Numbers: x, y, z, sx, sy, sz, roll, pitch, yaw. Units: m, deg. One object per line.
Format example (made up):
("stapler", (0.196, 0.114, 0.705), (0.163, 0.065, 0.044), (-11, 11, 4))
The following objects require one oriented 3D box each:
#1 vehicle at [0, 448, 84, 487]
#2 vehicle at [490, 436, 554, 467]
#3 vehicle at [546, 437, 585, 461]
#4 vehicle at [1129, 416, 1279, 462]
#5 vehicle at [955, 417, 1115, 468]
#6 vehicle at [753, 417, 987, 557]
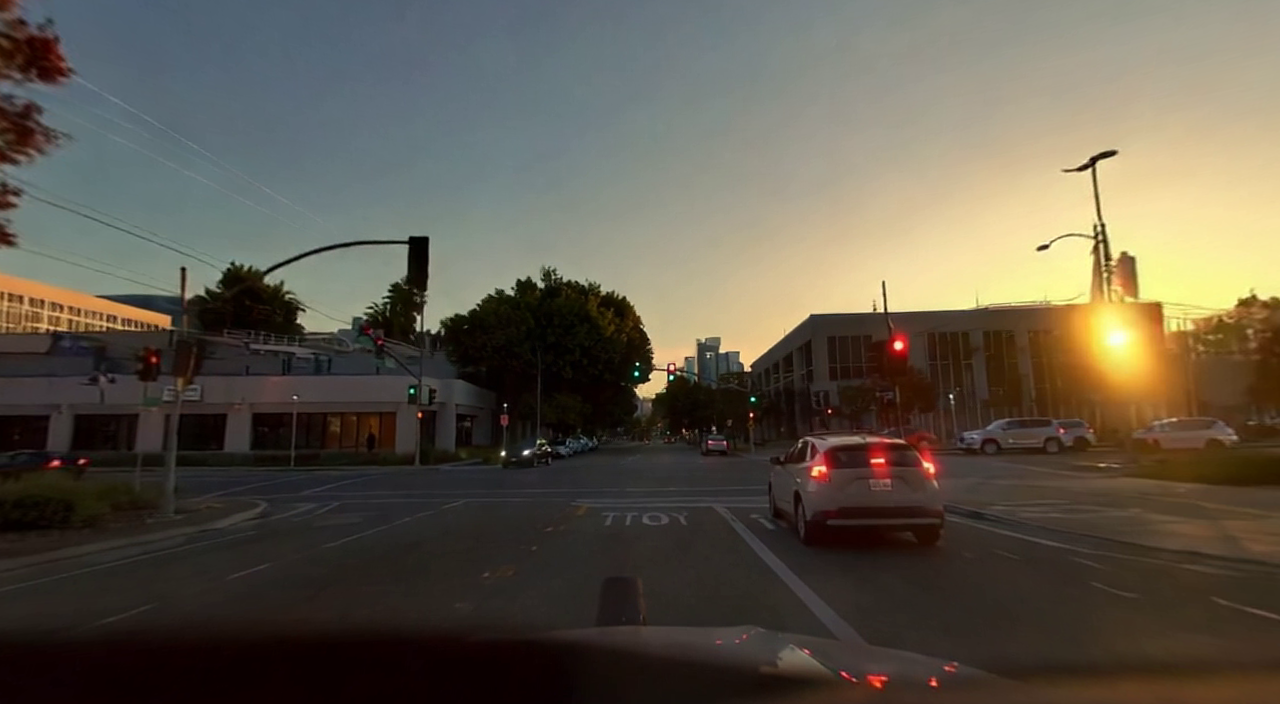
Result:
("vehicle", (-26.691, 4.895, 26.904), (4.037, 1.562, 2.099), (-1, -8, 4))
("vehicle", (-6.881, 5.847, 37.354), (1.972, 1.693, 4.516), (-2, -9, 15))
("vehicle", (-5.483, 7.249, 47.182), (2.115, 1.690, 4.322), (-1, -8, 4))
("vehicle", (21.456, 3.311, 23.975), (4.095, 1.640, 1.848), (0, -8, -1))
("vehicle", (14.619, 3.387, 23.549), (4.611, 1.778, 1.939), (0, -8, 0))
("vehicle", (2.956, 1.815, 9.133), (1.947, 1.576, 3.825), (0, -8, 0))
